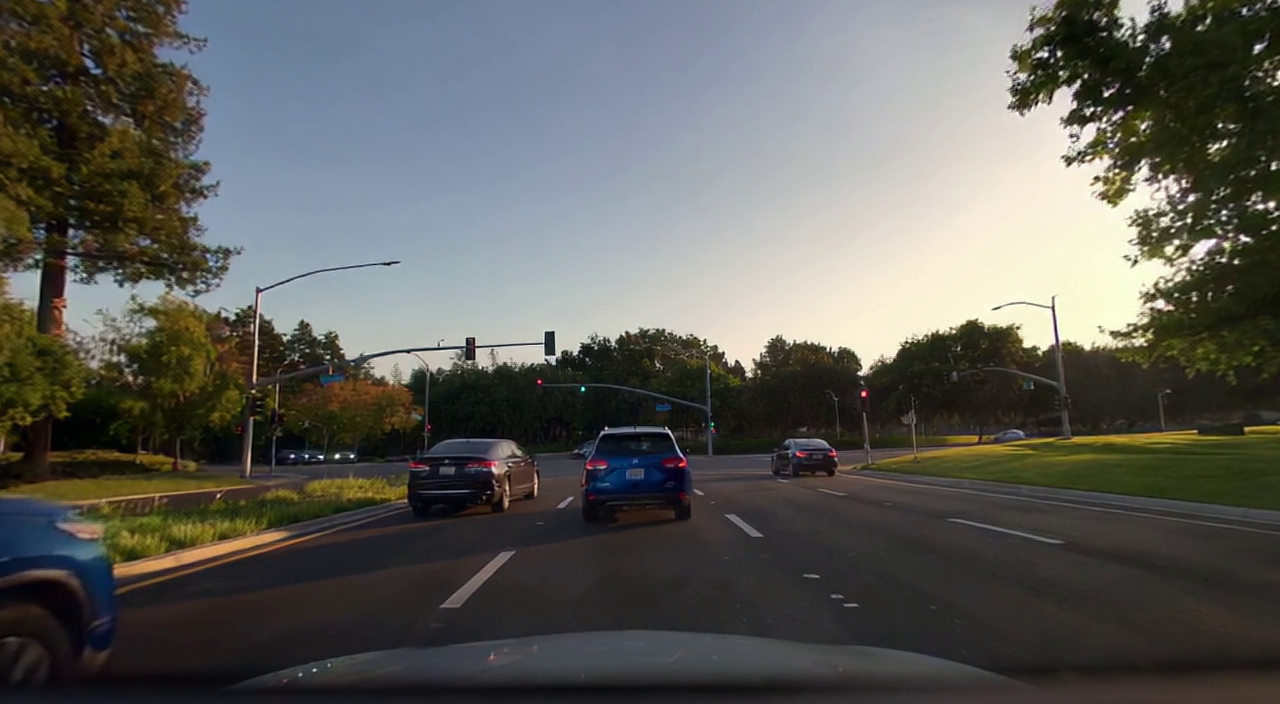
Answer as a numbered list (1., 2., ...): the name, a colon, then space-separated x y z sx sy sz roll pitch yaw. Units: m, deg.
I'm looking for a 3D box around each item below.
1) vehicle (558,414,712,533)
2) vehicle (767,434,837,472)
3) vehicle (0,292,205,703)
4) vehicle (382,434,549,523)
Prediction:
1. vehicle: -0.069 2.129 11.586 2.298 1.770 4.138 0 -8 0
2. vehicle: 8.017 5.060 31.751 2.166 1.761 4.692 0 -8 -2
3. vehicle: -3.583 0.487 0.808 2.320 1.863 5.148 0 -8 1
4. vehicle: -3.372 2.554 13.445 2.061 1.504 5.142 0 -8 0
